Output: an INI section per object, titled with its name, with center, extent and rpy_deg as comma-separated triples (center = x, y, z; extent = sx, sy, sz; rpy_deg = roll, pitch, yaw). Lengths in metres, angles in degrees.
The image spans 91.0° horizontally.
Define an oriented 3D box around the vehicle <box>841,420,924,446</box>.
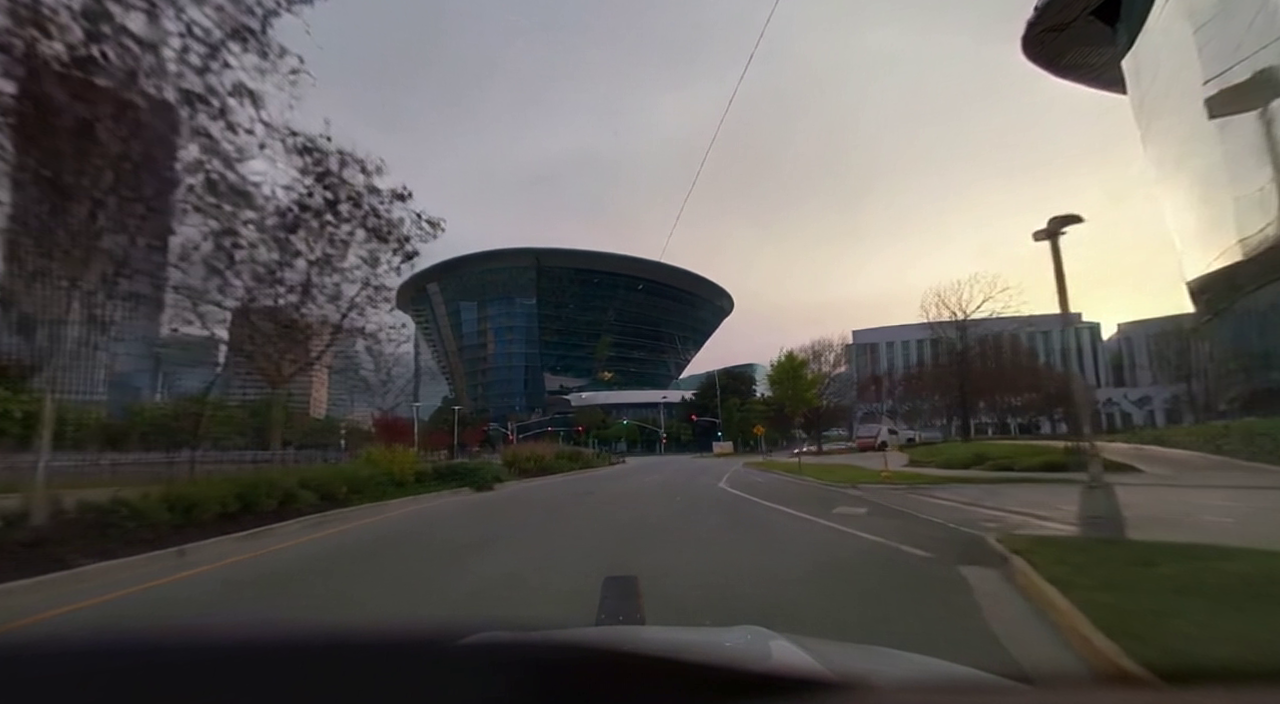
[vehicle]
center = 18.620, 6.242, 48.675
extent = 5.745, 1.902, 2.244
rpy_deg = -2, -9, 16
